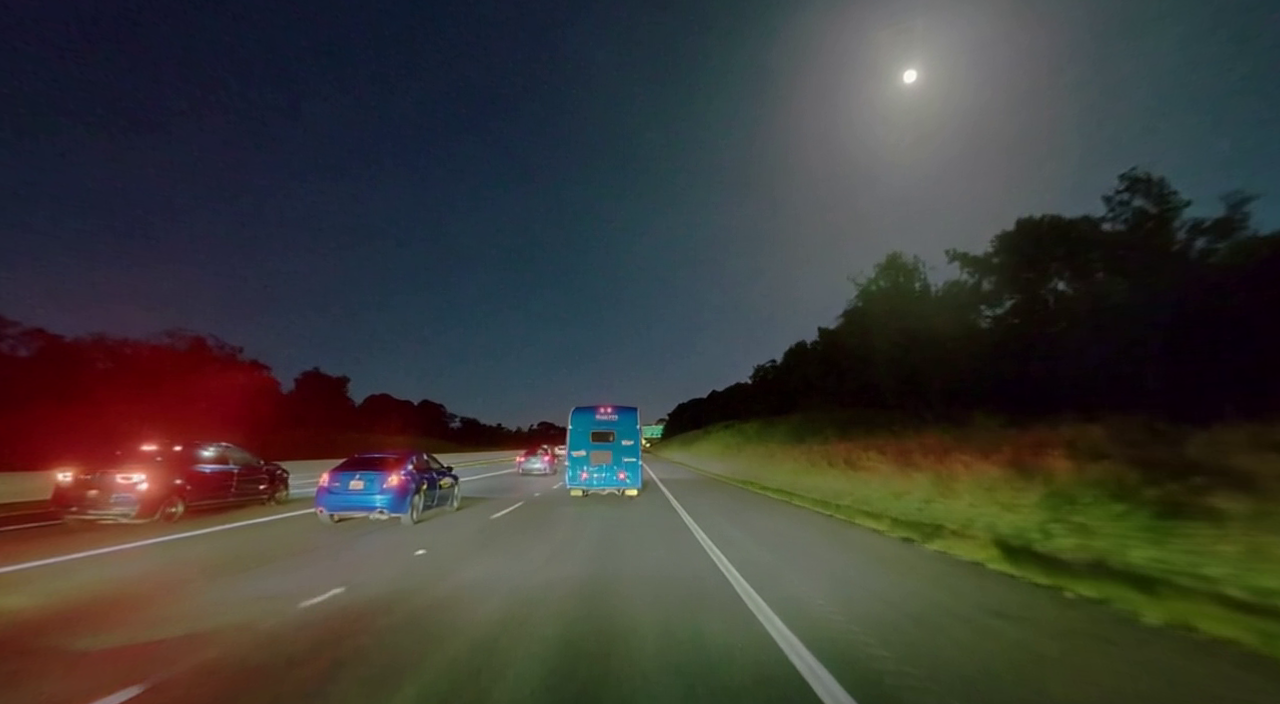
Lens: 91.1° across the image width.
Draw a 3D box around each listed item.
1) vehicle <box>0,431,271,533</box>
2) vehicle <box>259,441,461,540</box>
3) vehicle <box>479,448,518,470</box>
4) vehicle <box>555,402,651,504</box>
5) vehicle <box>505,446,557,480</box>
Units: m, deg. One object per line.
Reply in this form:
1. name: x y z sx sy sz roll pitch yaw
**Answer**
1. vehicle: -9.558 2.430 12.339 2.010 1.621 4.252 0 -9 0
2. vehicle: -4.762 2.383 11.464 1.876 1.438 4.072 0 -9 -1
3. vehicle: -10.100 7.653 45.126 1.886 1.462 4.084 0 -9 -1
4. vehicle: -0.961 2.946 18.562 2.394 2.556 5.232 0 -9 -1
5. vehicle: -5.085 5.241 29.834 1.872 1.480 3.545 0 -9 -1
